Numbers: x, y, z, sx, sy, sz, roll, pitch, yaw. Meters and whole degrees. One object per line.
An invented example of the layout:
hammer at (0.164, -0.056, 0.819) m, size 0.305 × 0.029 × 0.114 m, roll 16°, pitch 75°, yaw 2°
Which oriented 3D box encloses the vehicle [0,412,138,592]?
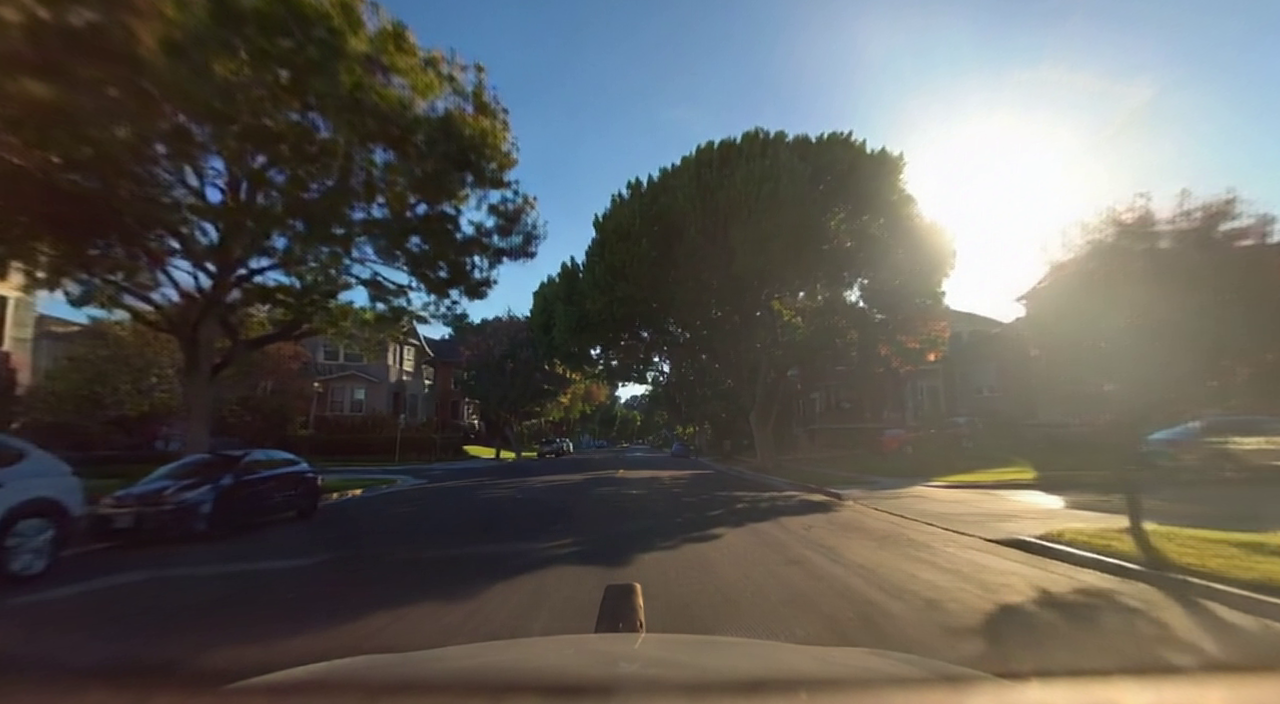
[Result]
vehicle at (-7.414, 1.436, 5.722) m, size 2.136 × 1.758 × 4.297 m, roll -2°, pitch -9°, yaw 0°

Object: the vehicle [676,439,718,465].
vehicle at (3.384, 6.013, 38.010) m, size 1.956 × 1.468 × 4.698 m, roll 0°, pitch -8°, yaw -2°

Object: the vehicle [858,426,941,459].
vehicle at (13.158, 4.655, 32.327) m, size 2.068 × 1.522 × 4.810 m, roll 0°, pitch -8°, yaw -2°

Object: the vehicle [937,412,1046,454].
vehicle at (18.066, 4.284, 32.810) m, size 2.315 × 1.991 × 5.686 m, roll 0°, pitch -8°, yaw -1°

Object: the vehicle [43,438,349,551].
vehicle at (-7.223, 2.325, 11.080) m, size 1.912 × 1.466 × 4.754 m, roll -2°, pitch -9°, yaw 1°

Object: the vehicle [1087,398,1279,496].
vehicle at (11.900, 1.843, 12.237) m, size 4.726 × 1.731 × 2.075 m, roll 0°, pitch -8°, yaw 3°
